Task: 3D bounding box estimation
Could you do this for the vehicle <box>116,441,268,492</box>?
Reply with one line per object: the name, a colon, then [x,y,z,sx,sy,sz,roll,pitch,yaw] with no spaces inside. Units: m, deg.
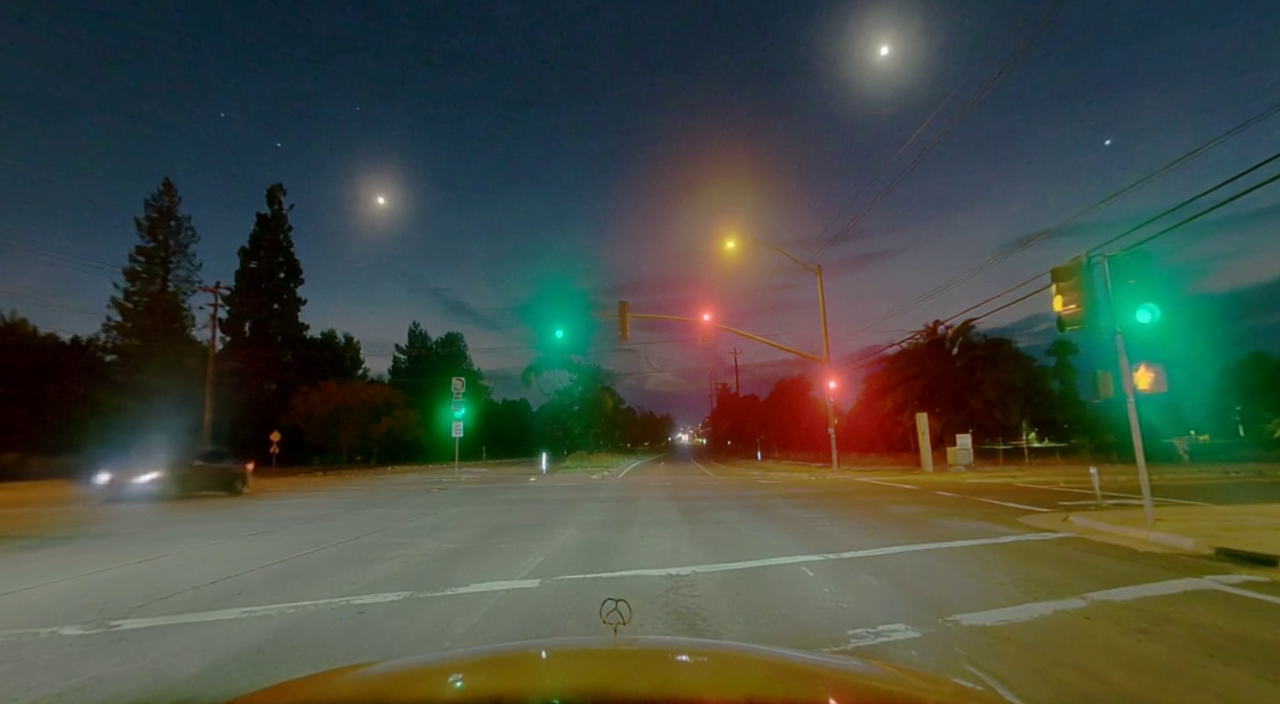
vehicle: [-15.073,3.833,21.608,1.893,1.547,4.283,-1,-8,3]
